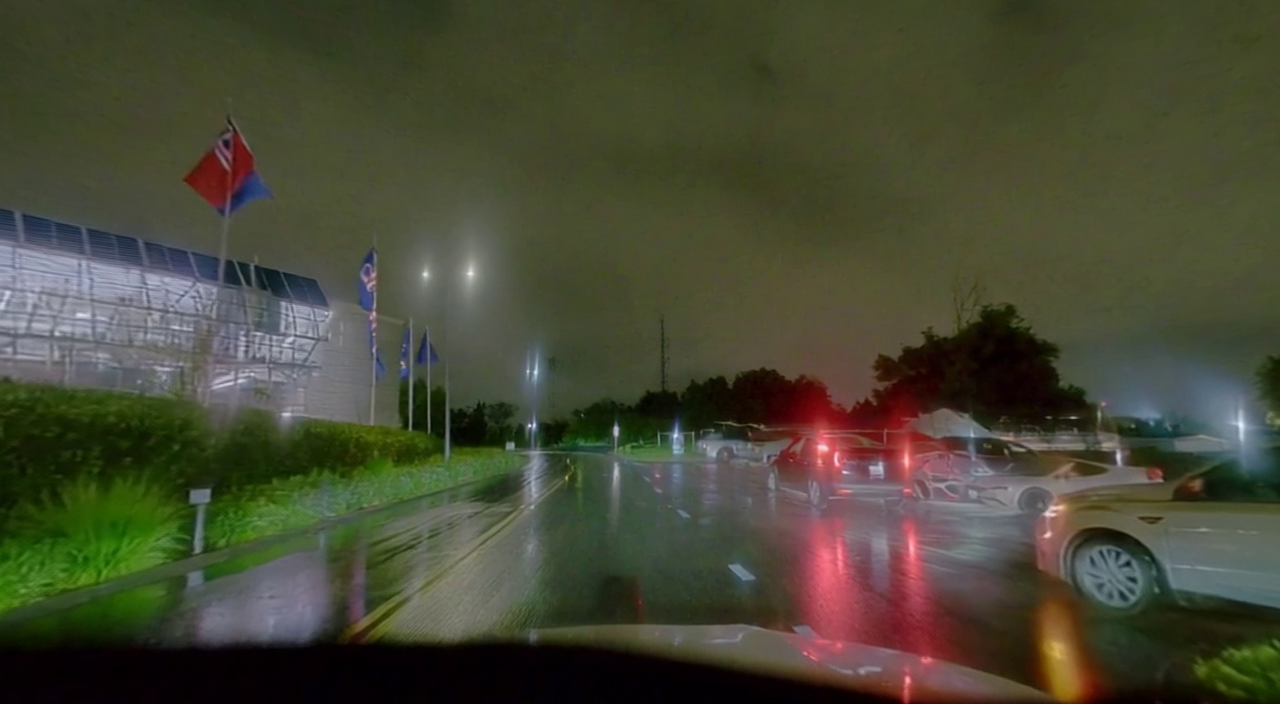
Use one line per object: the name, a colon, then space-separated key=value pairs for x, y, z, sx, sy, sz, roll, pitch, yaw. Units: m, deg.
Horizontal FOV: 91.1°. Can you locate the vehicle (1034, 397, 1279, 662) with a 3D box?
vehicle: x=5.995 y=1.308 z=4.709 sx=2.113 sy=1.945 sz=4.546 roll=5 pitch=-10 yaw=-29

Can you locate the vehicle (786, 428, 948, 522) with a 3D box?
vehicle: x=5.084 y=2.804 z=14.850 sx=1.977 sy=1.860 sz=4.237 roll=0 pitch=-9 yaw=-4
